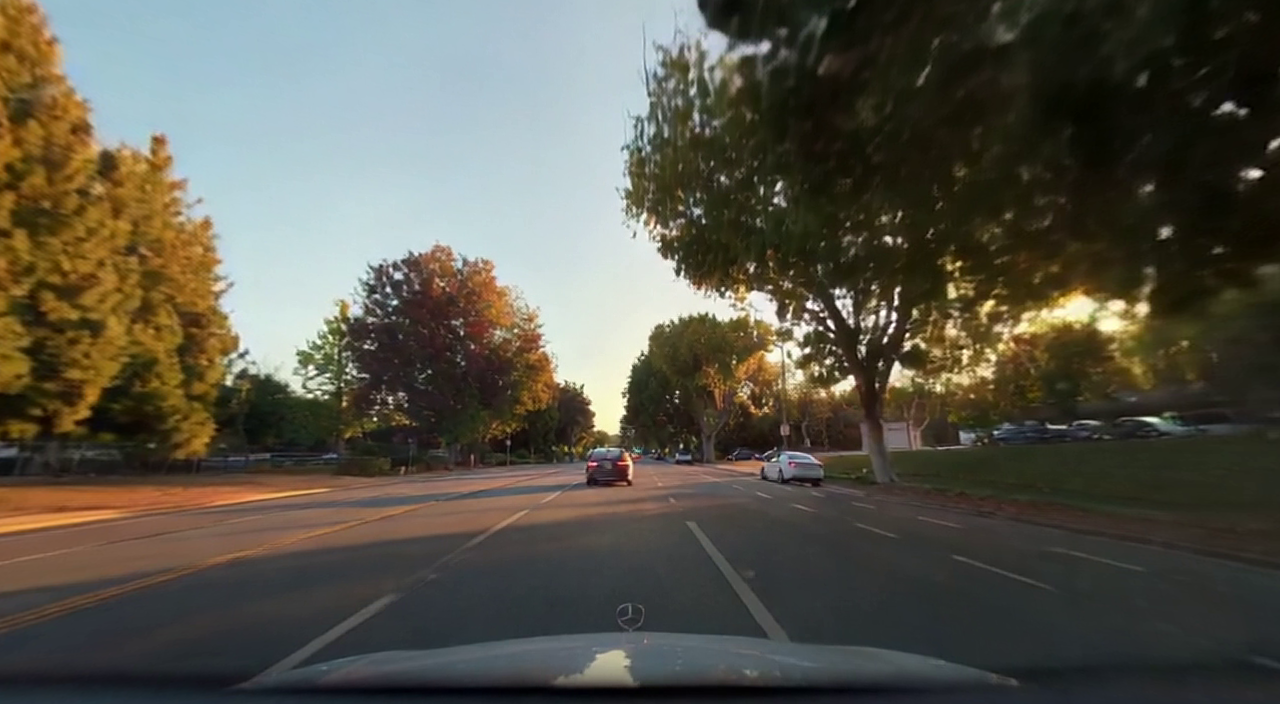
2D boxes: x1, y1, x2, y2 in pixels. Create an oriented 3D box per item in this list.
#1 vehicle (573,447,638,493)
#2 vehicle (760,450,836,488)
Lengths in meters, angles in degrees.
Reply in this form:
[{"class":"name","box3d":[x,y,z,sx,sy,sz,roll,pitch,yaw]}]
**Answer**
[{"class":"vehicle","box3d":[-1.139,4.159,22.647,2.099,1.470,4.302,0,-9,-1]},{"class":"vehicle","box3d":[6.785,5.064,27.658,2.164,1.511,4.571,0,-9,0]}]
